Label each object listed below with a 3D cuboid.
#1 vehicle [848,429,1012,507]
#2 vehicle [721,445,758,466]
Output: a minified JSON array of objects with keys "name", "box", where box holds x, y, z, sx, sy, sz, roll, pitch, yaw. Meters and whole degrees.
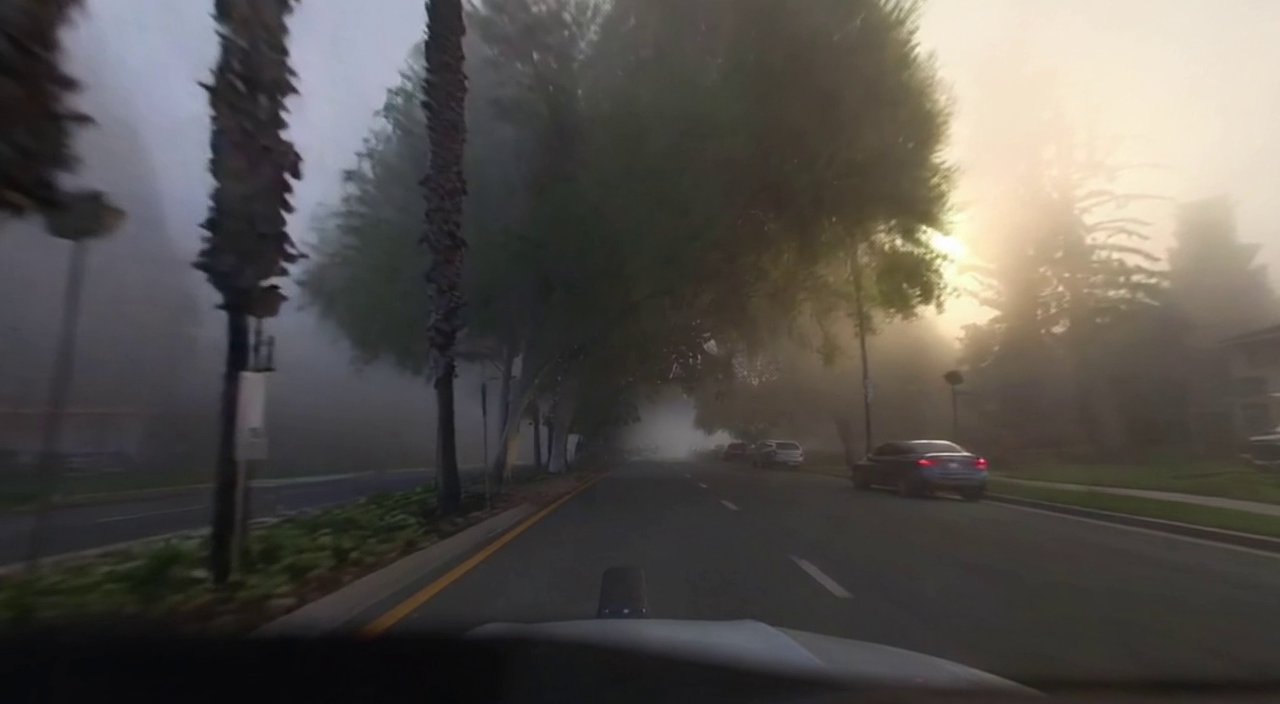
[{"name":"vehicle","box":[6.995,2.838,15.898,2.126,1.639,4.539,0,-8,3]},{"name":"vehicle","box":[7.350,7.687,47.002,1.987,1.469,4.497,0,-8,-1]}]
